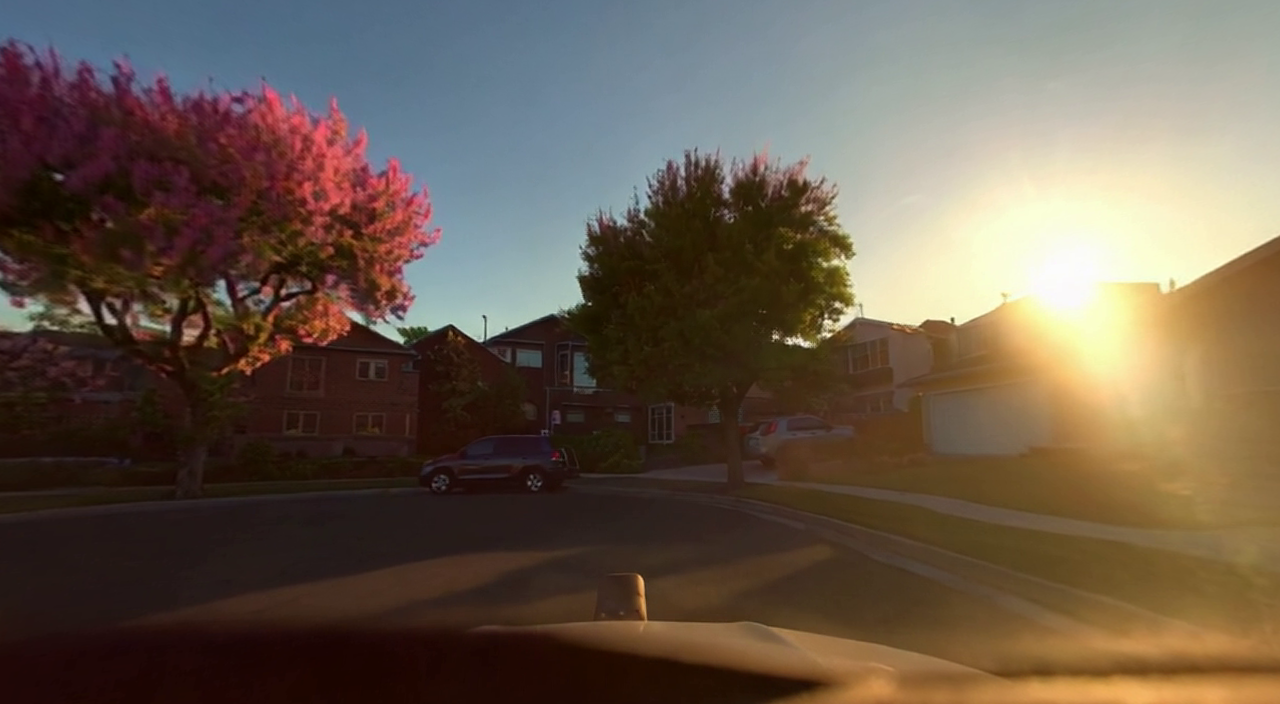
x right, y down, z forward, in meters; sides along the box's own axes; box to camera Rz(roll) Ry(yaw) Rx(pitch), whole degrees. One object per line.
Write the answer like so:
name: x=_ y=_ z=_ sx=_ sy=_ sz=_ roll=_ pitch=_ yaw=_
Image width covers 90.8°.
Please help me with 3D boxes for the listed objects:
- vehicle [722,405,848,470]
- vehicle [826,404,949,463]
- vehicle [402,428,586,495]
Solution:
vehicle: x=5.135 y=2.922 z=22.016 sx=2.310 sy=1.701 sz=4.280 roll=-9 pitch=-5 yaw=42
vehicle: x=8.454 y=2.785 z=21.426 sx=4.495 sy=1.773 sz=2.152 roll=8 pitch=-11 yaw=-44
vehicle: x=-4.260 y=3.224 z=18.856 sx=4.815 sy=1.827 sz=2.147 roll=-1 pitch=-9 yaw=10
